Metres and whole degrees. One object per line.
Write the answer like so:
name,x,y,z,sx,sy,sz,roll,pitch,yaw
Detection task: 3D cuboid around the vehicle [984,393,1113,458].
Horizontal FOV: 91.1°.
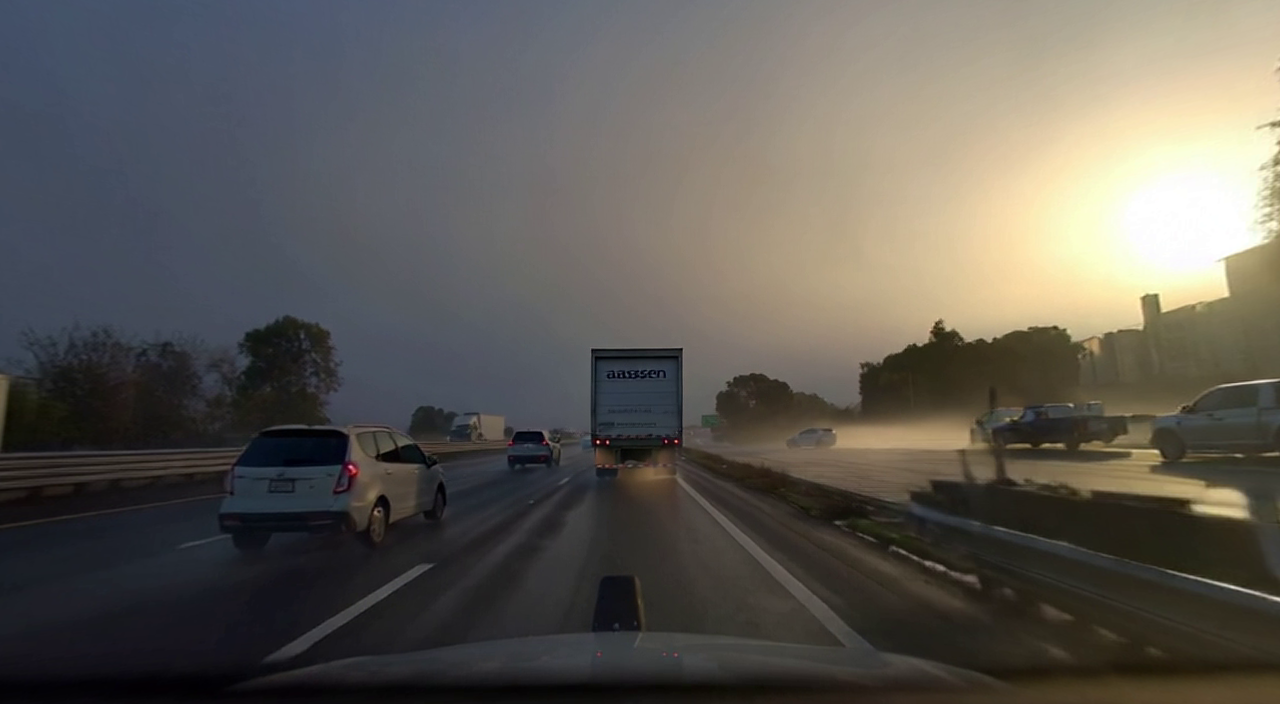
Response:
vehicle,18.950,3.484,29.613,2.432,2.753,5.388,0,-8,1

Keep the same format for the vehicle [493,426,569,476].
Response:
vehicle,-3.710,3.440,22.127,1.946,1.599,4.073,0,-8,0

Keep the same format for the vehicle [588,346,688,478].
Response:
vehicle,-0.115,2.616,25.609,3.171,4.204,11.036,0,-8,-1

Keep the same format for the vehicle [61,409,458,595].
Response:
vehicle,-3.771,1.527,7.405,1.964,1.507,4.361,0,-8,0

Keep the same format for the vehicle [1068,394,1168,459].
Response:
vehicle,19.584,3.081,25.909,1.658,2.523,2.851,0,-8,-1

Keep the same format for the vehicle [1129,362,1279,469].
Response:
vehicle,19.389,2.141,20.276,2.443,3.006,5.844,0,-8,0
